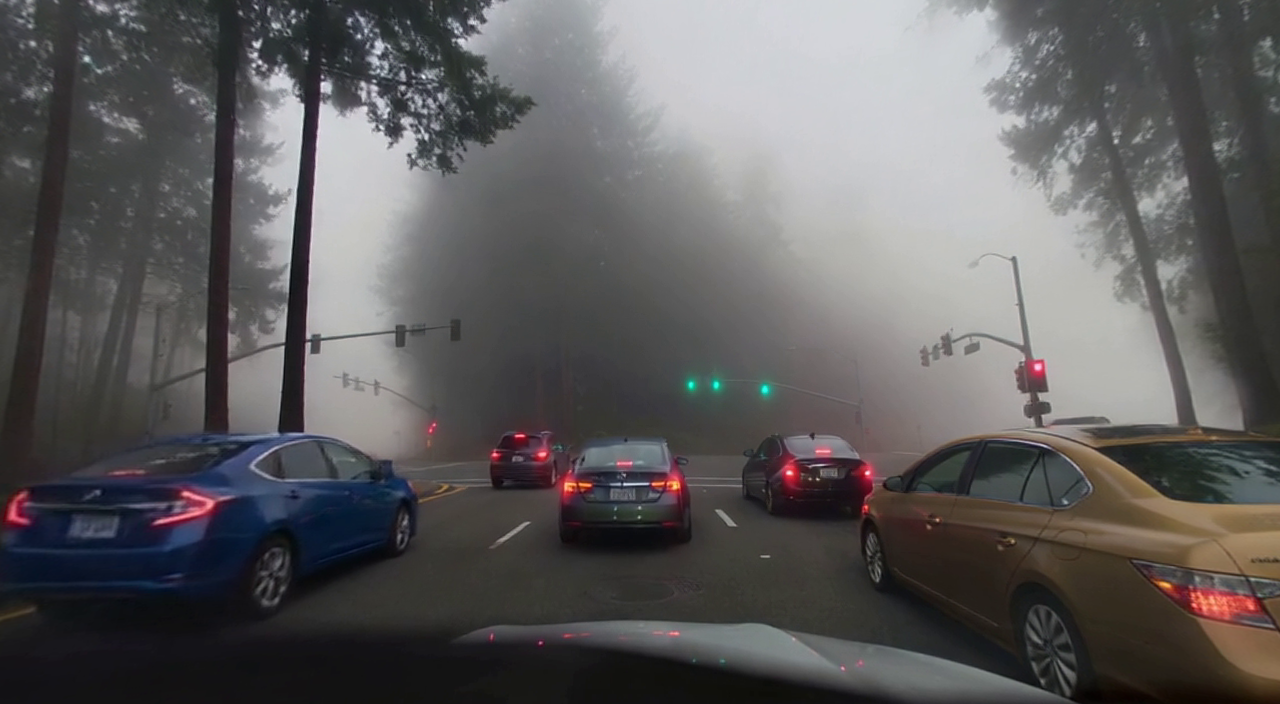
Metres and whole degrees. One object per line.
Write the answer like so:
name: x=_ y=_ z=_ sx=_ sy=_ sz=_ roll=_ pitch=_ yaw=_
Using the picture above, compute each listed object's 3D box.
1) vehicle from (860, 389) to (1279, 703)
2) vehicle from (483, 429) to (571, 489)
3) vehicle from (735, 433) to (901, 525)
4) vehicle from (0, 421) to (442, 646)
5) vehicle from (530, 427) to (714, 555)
vehicle: x=3.140 y=1.151 z=4.061 sx=1.903 sy=1.480 sz=4.270 roll=0 pitch=-8 yaw=0
vehicle: x=-3.524 y=3.434 z=20.526 sx=1.961 sy=1.714 sz=4.268 roll=0 pitch=-8 yaw=2
vehicle: x=3.187 y=2.334 z=12.333 sx=1.975 sy=1.460 sz=4.357 roll=0 pitch=-8 yaw=0
vehicle: x=-3.710 y=1.537 z=6.479 sx=1.935 sy=1.482 sz=4.433 roll=0 pitch=-8 yaw=-1
vehicle: x=-0.226 y=1.914 z=9.351 sx=2.147 sy=1.479 sz=3.803 roll=0 pitch=-8 yaw=0
